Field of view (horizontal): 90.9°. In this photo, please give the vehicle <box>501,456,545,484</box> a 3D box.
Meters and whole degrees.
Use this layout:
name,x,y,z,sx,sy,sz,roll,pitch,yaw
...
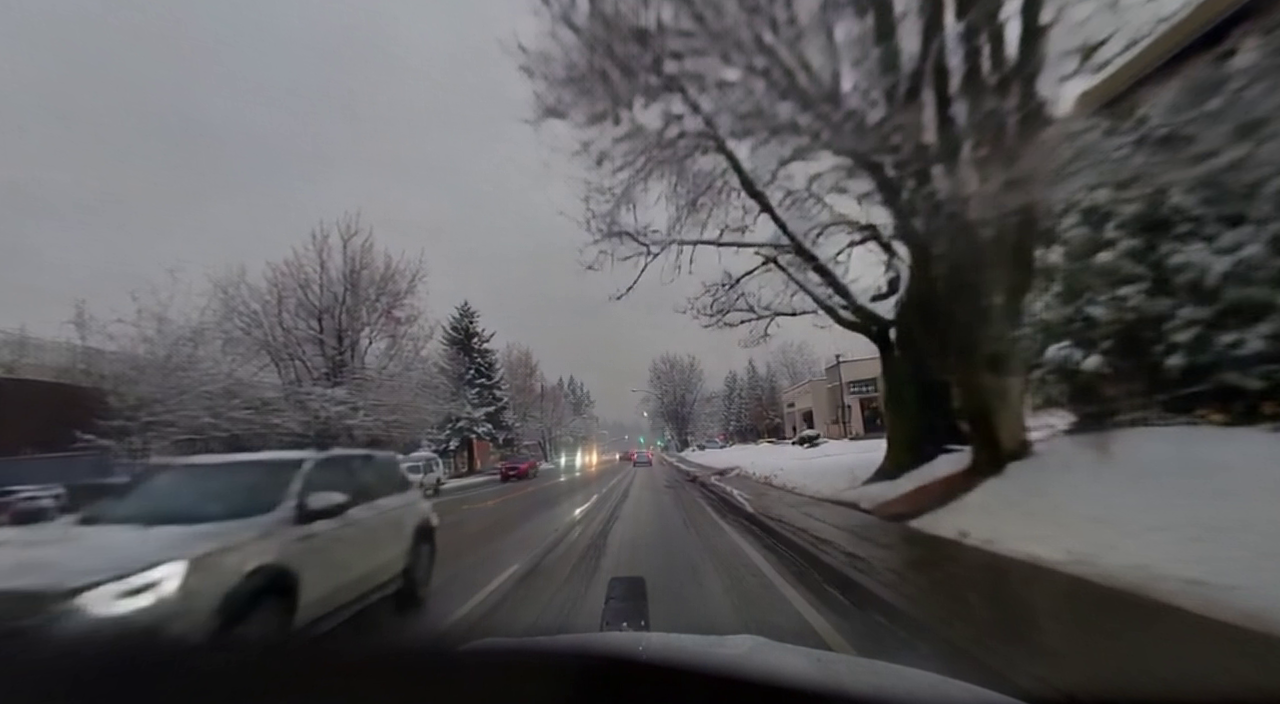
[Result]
name,x,y,z,sx,sy,sz,roll,pitch,yaw
vehicle,-7.904,7.978,42.941,2.038,1.670,4.468,0,-9,1

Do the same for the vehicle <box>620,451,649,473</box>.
name,x,y,z,sx,sy,sz,roll,pitch,yaw
vehicle,-0.435,7.992,46.154,2.020,1.478,3.922,0,-9,-2

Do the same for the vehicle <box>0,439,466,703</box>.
name,x,y,z,sx,sy,sz,roll,pitch,yaw
vehicle,-2.968,1.403,4.523,2.076,1.481,4.513,0,-9,1
